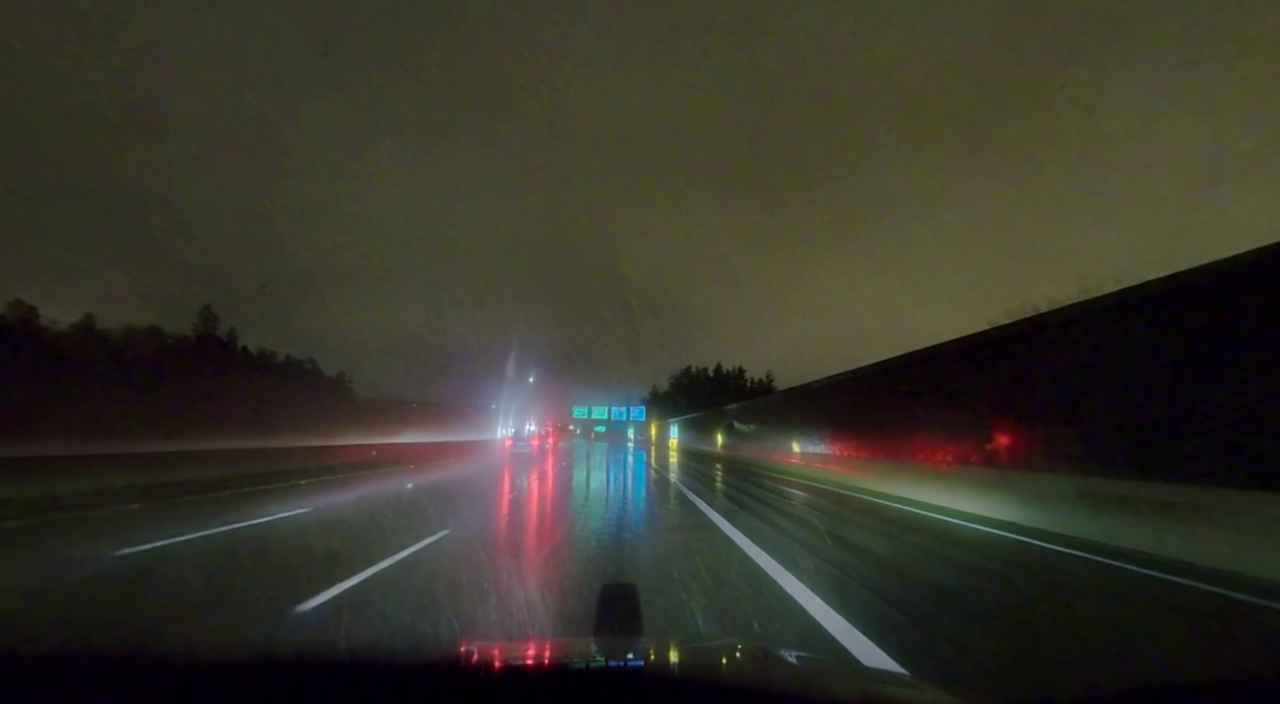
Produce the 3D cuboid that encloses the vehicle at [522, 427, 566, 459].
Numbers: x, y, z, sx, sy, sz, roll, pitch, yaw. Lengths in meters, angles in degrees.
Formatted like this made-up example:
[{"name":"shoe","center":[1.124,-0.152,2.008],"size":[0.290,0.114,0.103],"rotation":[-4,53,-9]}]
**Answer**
[{"name":"vehicle","center":[-5.577,5.348,37.070],"size":[2.007,1.727,4.040],"rotation":[0,-8,-1]}]
